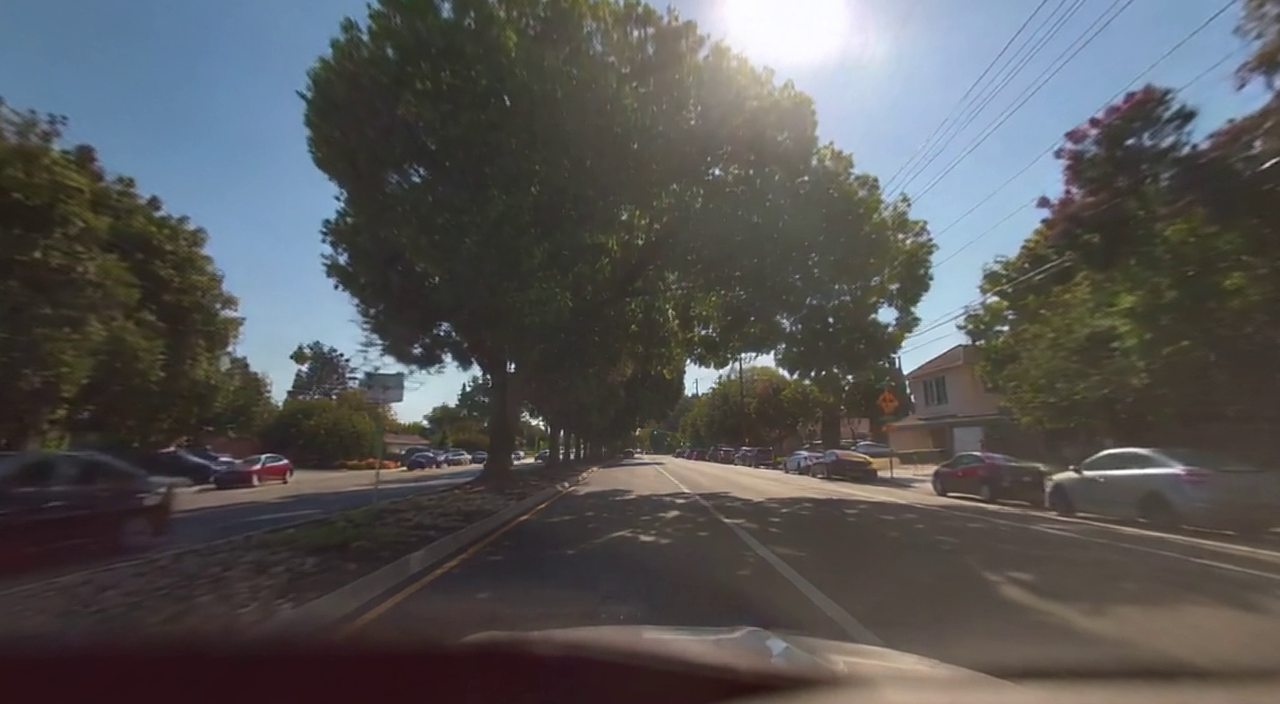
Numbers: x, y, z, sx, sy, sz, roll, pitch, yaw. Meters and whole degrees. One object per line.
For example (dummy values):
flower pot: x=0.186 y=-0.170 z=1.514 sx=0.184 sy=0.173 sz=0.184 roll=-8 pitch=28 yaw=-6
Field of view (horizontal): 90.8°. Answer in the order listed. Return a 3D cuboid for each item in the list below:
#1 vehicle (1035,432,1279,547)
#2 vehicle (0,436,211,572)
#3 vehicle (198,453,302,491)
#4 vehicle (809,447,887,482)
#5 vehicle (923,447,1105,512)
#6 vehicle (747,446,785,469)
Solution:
vehicle: x=9.794 y=2.410 z=11.825 sx=1.882 sy=1.702 sz=4.346 roll=0 pitch=-8 yaw=-1
vehicle: x=-8.024 y=1.844 z=7.992 sx=1.913 sy=1.485 sz=4.624 roll=-1 pitch=-8 yaw=0
vehicle: x=-18.452 y=5.671 z=30.227 sx=1.885 sy=1.553 sz=4.864 roll=-1 pitch=-8 yaw=0
vehicle: x=9.601 y=5.219 z=29.590 sx=1.899 sy=1.475 sz=4.572 roll=0 pitch=-8 yaw=-2
vehicle: x=9.633 y=3.278 z=16.818 sx=1.961 sy=1.456 sz=4.493 roll=0 pitch=-8 yaw=-2
vehicle: x=9.581 y=8.029 z=48.344 sx=1.885 sy=1.685 sz=4.430 roll=0 pitch=-8 yaw=-2
